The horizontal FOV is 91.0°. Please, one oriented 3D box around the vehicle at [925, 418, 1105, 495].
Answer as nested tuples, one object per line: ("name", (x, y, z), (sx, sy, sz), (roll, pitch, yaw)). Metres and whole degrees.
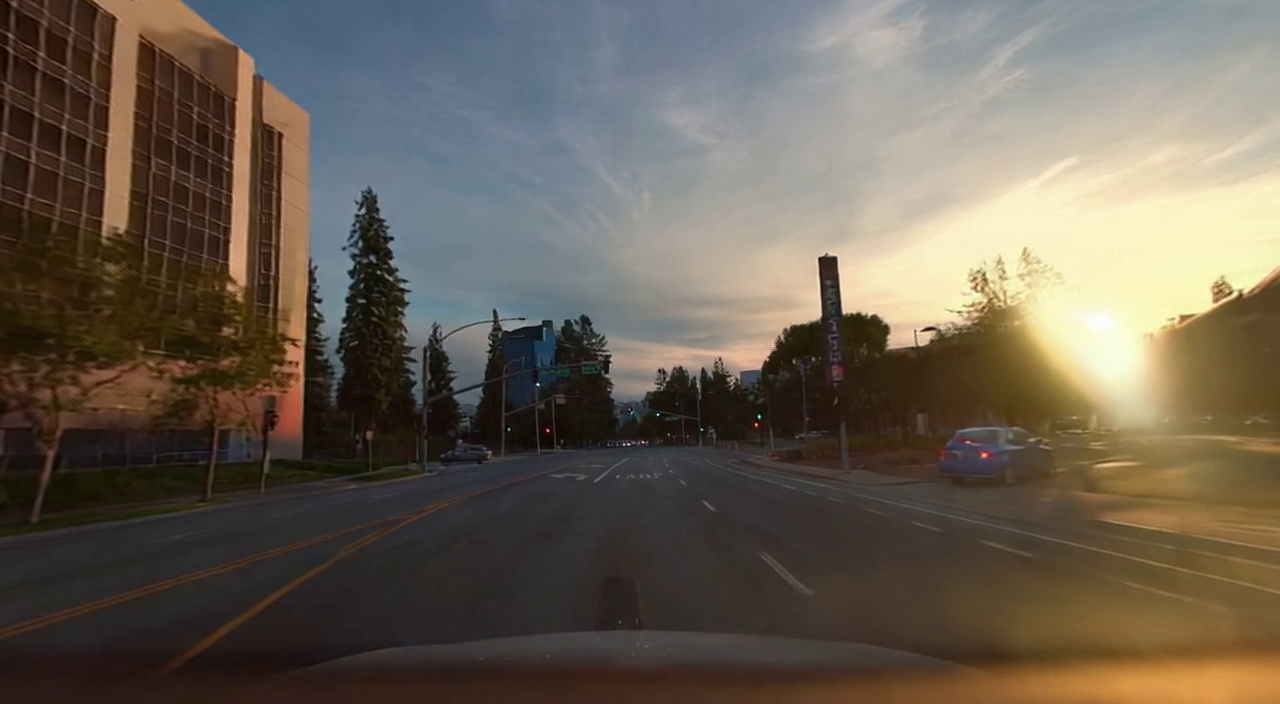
("vehicle", (10.210, 2.793, 17.097), (4.635, 1.821, 2.087), (5, -10, -30))
